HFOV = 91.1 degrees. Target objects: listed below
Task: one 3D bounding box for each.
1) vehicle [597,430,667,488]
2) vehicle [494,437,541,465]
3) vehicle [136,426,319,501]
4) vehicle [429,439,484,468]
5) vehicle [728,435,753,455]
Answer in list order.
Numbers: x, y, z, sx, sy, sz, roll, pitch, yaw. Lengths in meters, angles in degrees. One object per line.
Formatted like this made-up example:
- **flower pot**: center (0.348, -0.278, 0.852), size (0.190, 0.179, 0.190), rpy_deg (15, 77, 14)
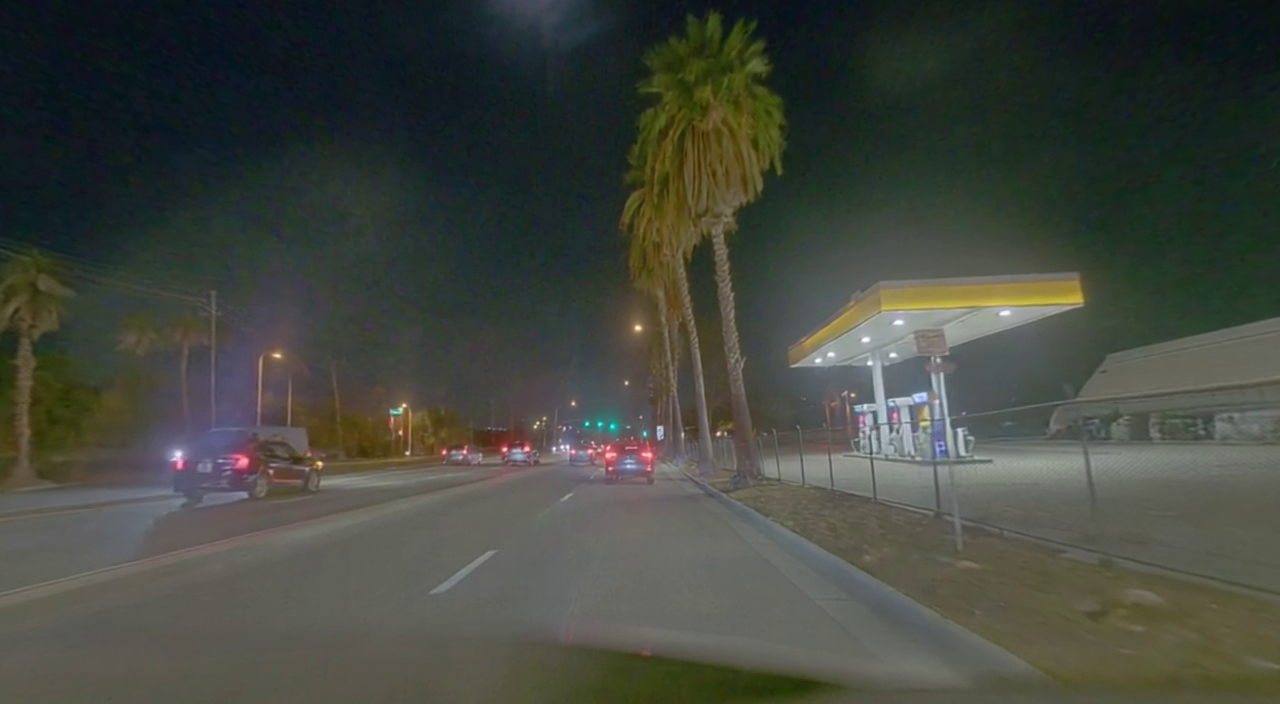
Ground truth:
- **vehicle**: center (-0.231, 3.521, 20.842), size (2.121, 1.710, 3.893), rpy_deg (0, -9, 0)
- **vehicle**: center (-7.673, 6.248, 39.642), size (2.099, 1.608, 4.420), rpy_deg (0, -9, 0)
- **vehicle**: center (-10.818, 2.946, 16.945), size (1.965, 1.743, 4.327), rpy_deg (0, -9, 0)
- **vehicle**: center (-11.387, 6.349, 39.386), size (1.998, 1.731, 4.952), rpy_deg (0, -9, -1)
- **vehicle**: center (7.671, 7.128, 47.870), size (1.837, 1.416, 3.947), rpy_deg (-1, -9, 9)
